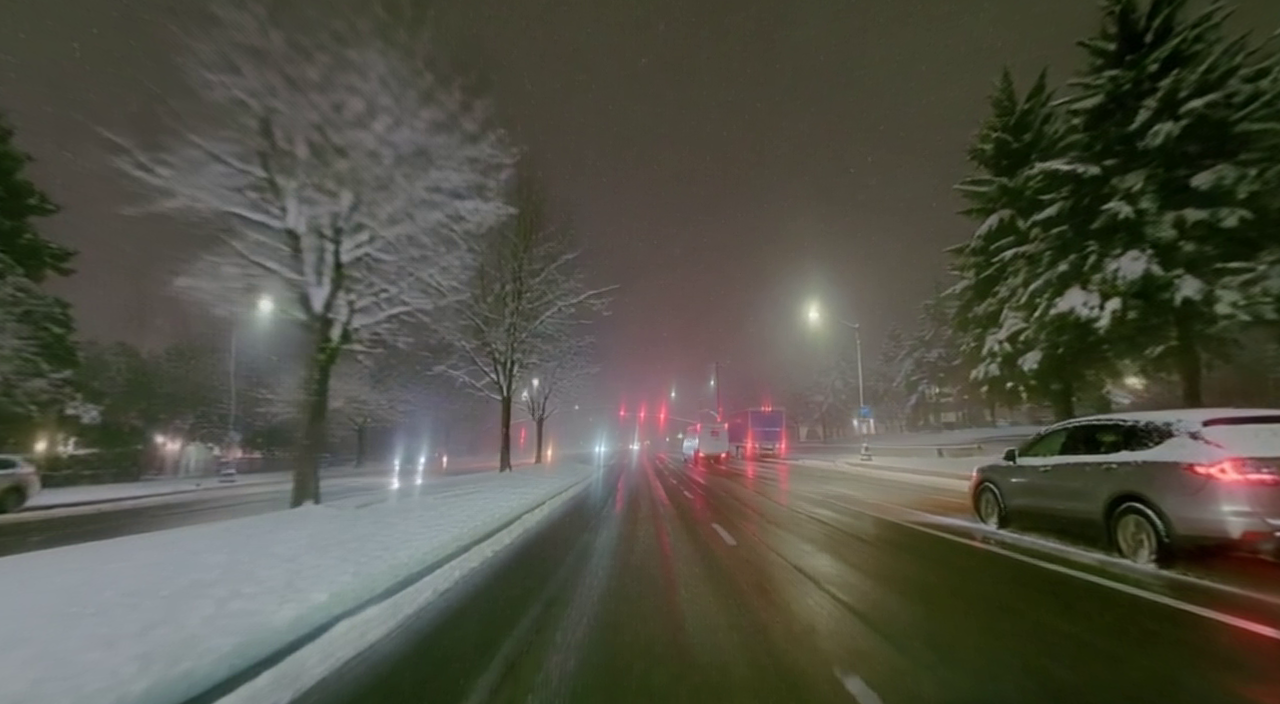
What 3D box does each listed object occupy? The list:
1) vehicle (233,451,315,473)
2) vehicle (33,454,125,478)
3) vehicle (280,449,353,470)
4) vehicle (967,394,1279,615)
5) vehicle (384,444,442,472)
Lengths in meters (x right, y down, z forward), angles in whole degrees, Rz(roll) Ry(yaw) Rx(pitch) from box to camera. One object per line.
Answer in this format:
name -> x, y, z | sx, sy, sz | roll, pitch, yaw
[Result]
vehicle -> -25.060, 7.501, 43.306 | 4.461, 1.452, 1.855 | -1, -8, 3
vehicle -> -38.628, 7.862, 43.662 | 4.397, 1.416, 1.811 | 3, -10, -30
vehicle -> -24.727, 8.226, 48.416 | 4.499, 1.507, 1.978 | 0, -8, 0
vehicle -> 6.076, 1.548, 7.347 | 2.012, 1.754, 4.635 | 0, -8, 0
vehicle -> -15.268, 7.131, 42.778 | 2.063, 1.718, 4.905 | 0, -8, 0
